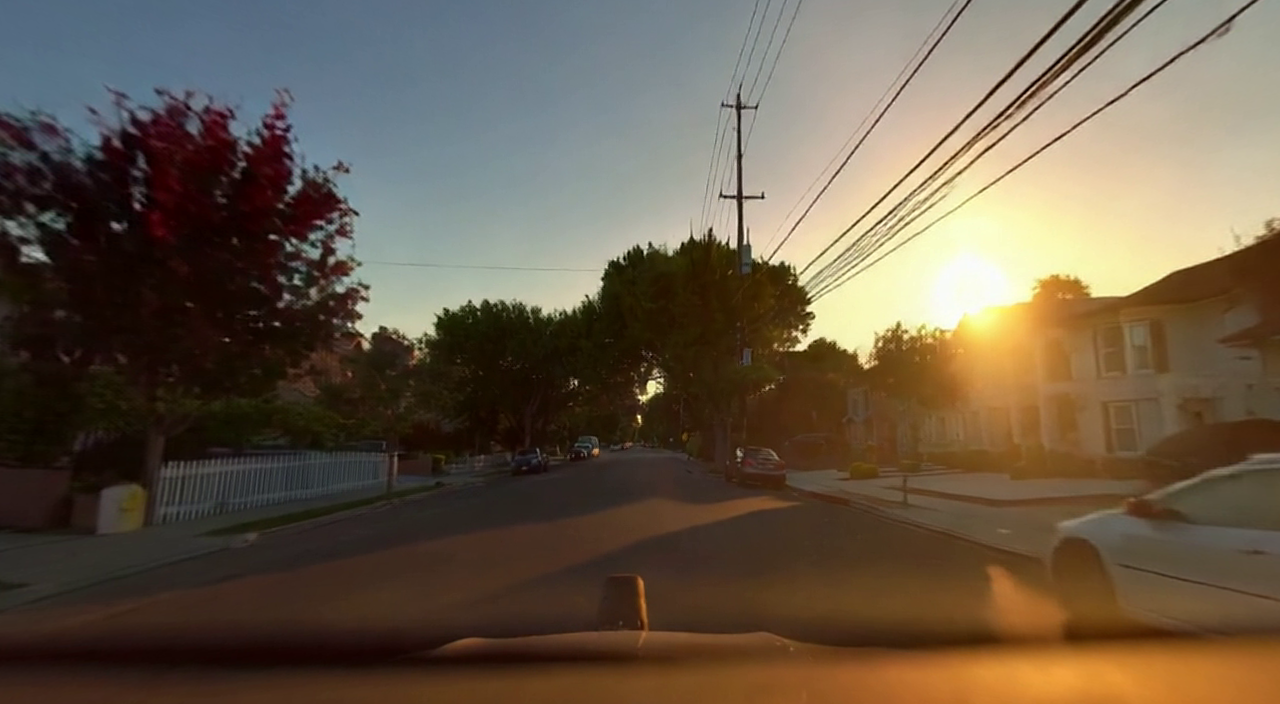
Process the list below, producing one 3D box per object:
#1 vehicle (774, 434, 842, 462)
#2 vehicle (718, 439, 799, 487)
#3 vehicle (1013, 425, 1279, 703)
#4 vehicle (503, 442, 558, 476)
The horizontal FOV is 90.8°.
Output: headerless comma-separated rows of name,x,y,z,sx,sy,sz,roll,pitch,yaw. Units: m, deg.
vehicle,11.427,6.581,43.160,4.293,1.657,1.961,-3,-13,14
vehicle,4.180,3.990,22.975,2.020,1.558,3.925,1,-9,-3
vehicle,4.208,1.058,2.811,1.936,1.464,5.141,0,-9,0
vehicle,-5.791,5.696,34.090,1.954,1.551,5.128,-3,-7,1
